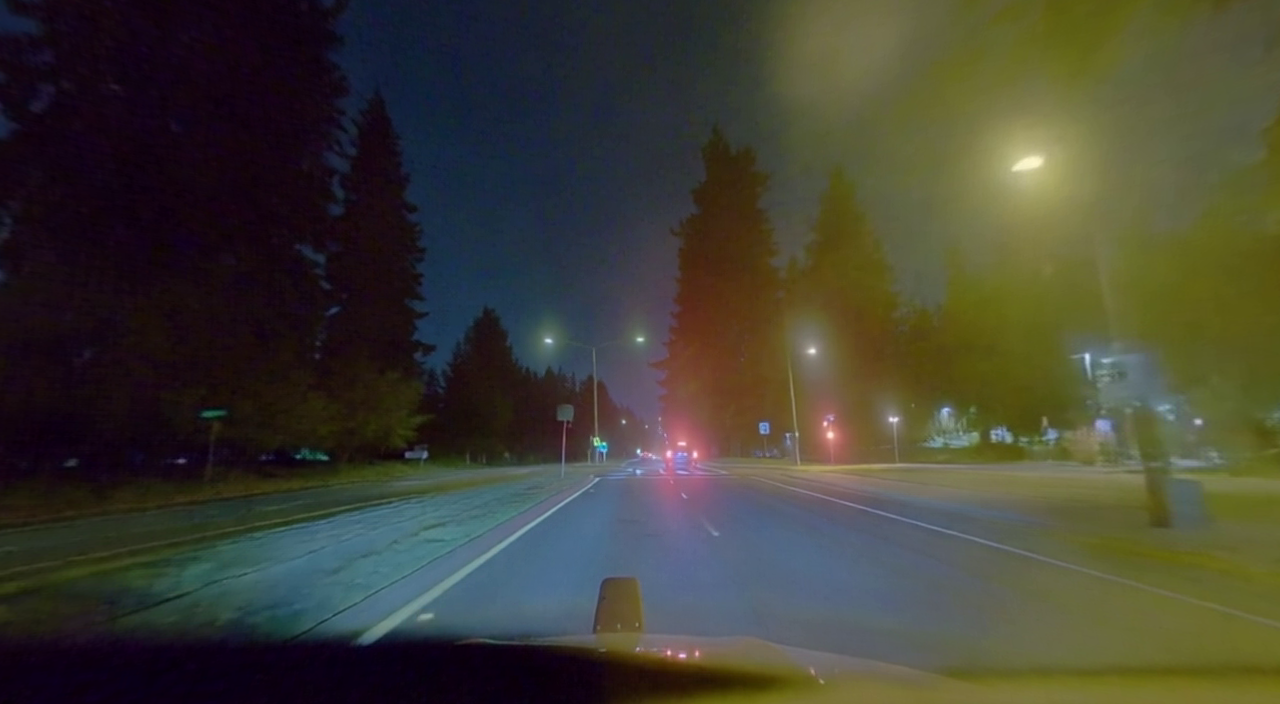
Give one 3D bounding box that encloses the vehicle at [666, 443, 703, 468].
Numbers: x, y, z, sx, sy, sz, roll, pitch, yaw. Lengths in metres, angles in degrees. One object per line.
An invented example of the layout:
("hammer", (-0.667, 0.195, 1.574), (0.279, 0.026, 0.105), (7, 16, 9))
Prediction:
("vehicle", (2.824, 6.720, 40.979), (2.044, 1.537, 4.528), (0, -9, -1))
